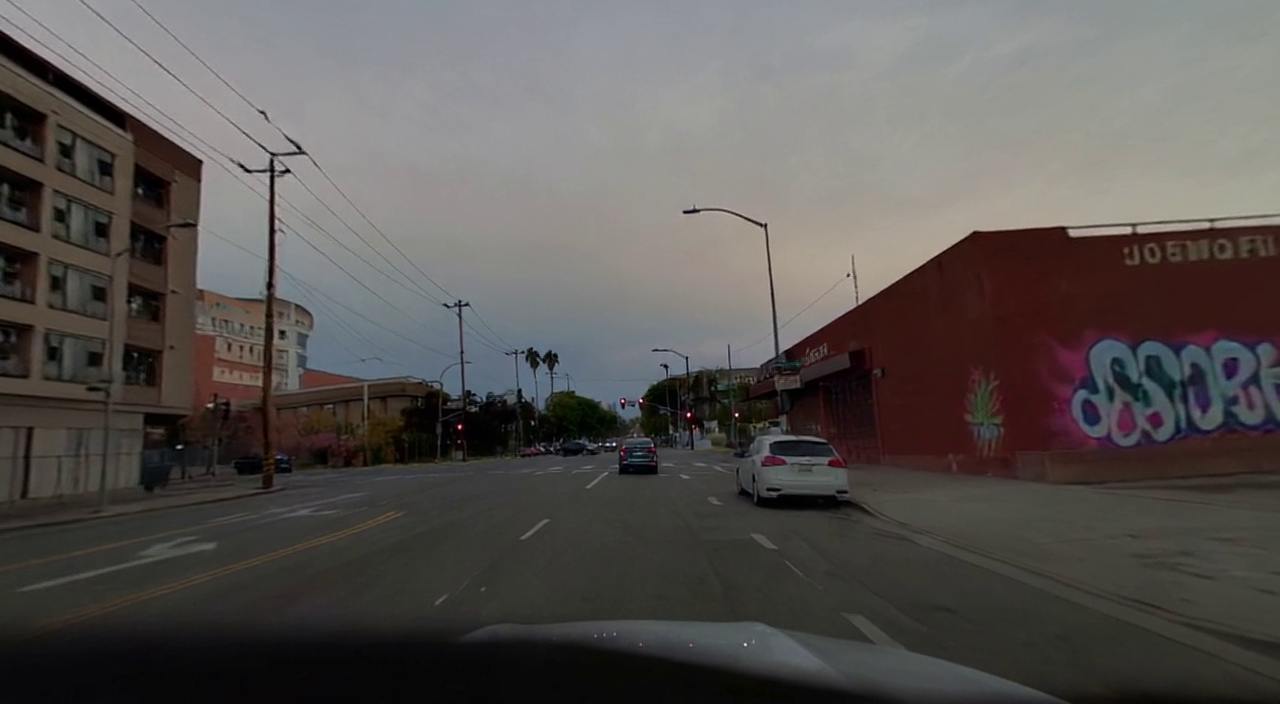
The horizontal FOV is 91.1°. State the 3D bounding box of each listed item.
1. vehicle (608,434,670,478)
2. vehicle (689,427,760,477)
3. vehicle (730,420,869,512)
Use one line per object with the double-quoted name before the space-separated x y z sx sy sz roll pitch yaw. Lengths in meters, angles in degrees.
"vehicle" -0.029 3.931 23.998 2.153 1.505 4.452 0 -8 0
"vehicle" 3.191 3.903 24.687 2.060 1.783 4.579 0 -8 -1
"vehicle" 3.337 2.477 14.135 1.938 1.714 4.402 0 -8 -1
